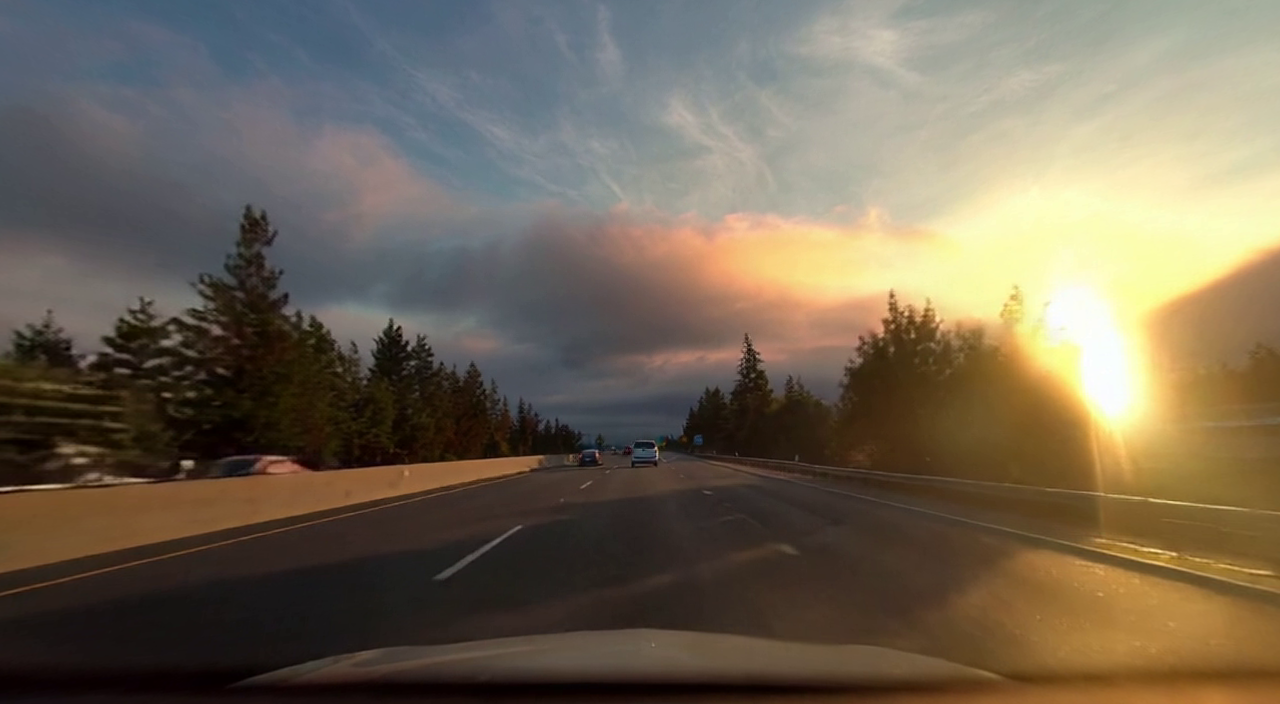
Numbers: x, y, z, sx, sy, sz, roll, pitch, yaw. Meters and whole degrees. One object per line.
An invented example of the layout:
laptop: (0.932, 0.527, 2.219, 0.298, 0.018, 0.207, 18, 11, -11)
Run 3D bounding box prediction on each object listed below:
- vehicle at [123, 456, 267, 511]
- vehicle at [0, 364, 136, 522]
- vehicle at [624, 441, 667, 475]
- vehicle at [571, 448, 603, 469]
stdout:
vehicle: (-12.938, 3.804, 18.599, 1.676, 1.396, 3.459, 0, -9, 0)
vehicle: (-17.243, 2.117, 14.676, 2.953, 3.833, 9.571, 0, -9, 0)
vehicle: (0.290, 5.706, 34.005, 2.172, 1.687, 3.929, 0, -9, 0)
vehicle: (-3.856, 7.830, 46.636, 1.998, 1.460, 4.422, 0, -9, 0)
